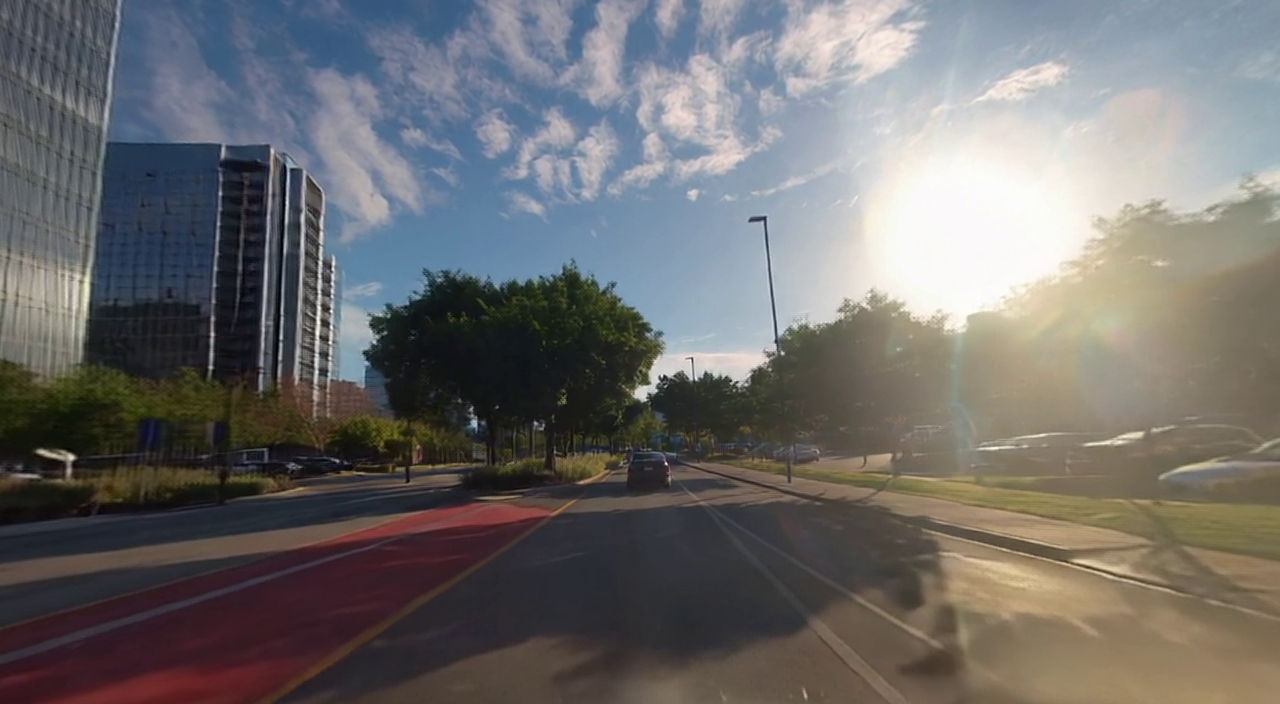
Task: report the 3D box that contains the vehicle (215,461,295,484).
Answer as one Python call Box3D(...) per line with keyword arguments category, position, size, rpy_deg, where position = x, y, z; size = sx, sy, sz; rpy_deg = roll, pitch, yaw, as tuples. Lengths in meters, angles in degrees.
Box3D(category="vehicle", position=(-30.030, 9.385, 49.198), size=(4.962, 1.561, 1.997), rpy_deg=(7, -11, -39))

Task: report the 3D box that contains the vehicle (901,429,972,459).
Box3D(category="vehicle", position=(15.636, 4.927, 33.447), size=(1.979, 1.460, 3.848), rpy_deg=(-1, -10, 2))

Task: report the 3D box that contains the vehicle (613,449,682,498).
Box3D(category="vehicle", position=(0.219, 3.968, 21.014), size=(2.063, 1.442, 4.135), rpy_deg=(0, -9, 0))
